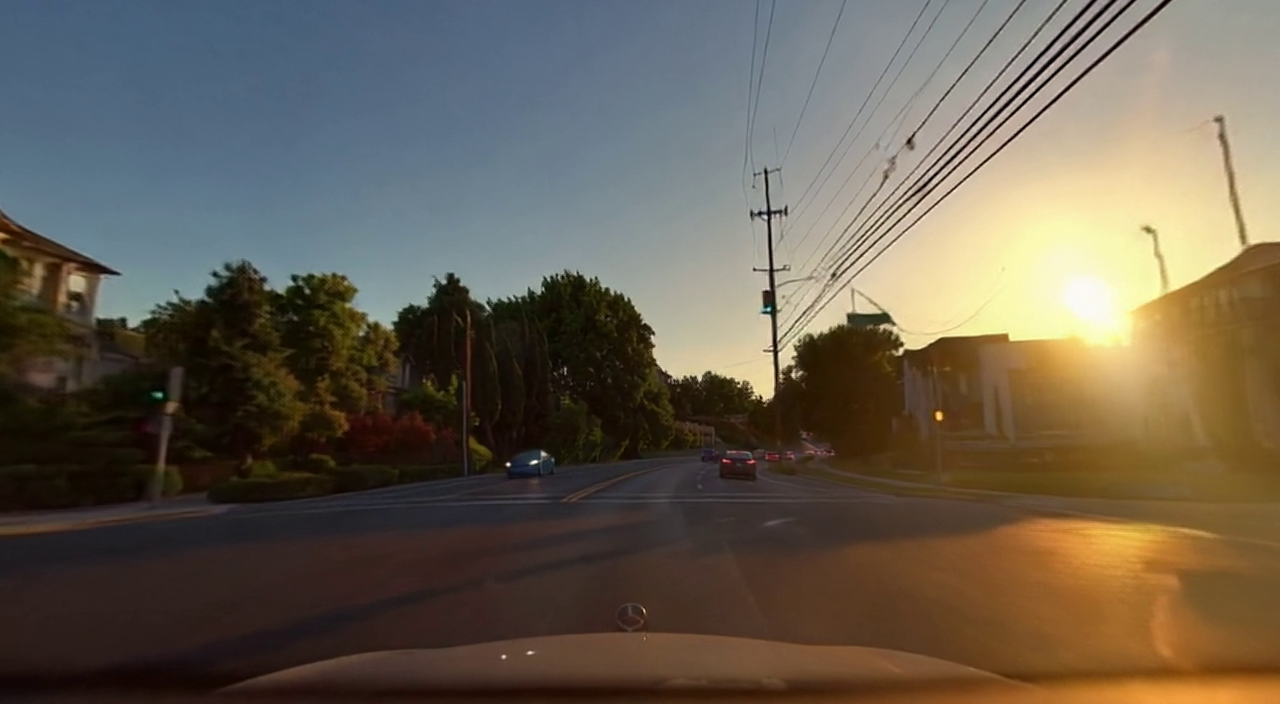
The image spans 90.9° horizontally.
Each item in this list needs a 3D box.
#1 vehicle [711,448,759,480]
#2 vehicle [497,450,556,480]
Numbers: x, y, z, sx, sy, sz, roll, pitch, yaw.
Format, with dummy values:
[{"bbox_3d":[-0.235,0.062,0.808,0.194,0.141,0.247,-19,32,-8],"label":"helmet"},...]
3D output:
[{"bbox_3d":[4.805,5.709,32.433,1.951,1.479,4.487,-1,-8,3],"label":"vehicle"},{"bbox_3d":[-5.987,6.020,33.848,1.985,1.463,4.294,-1,-8,6],"label":"vehicle"}]
